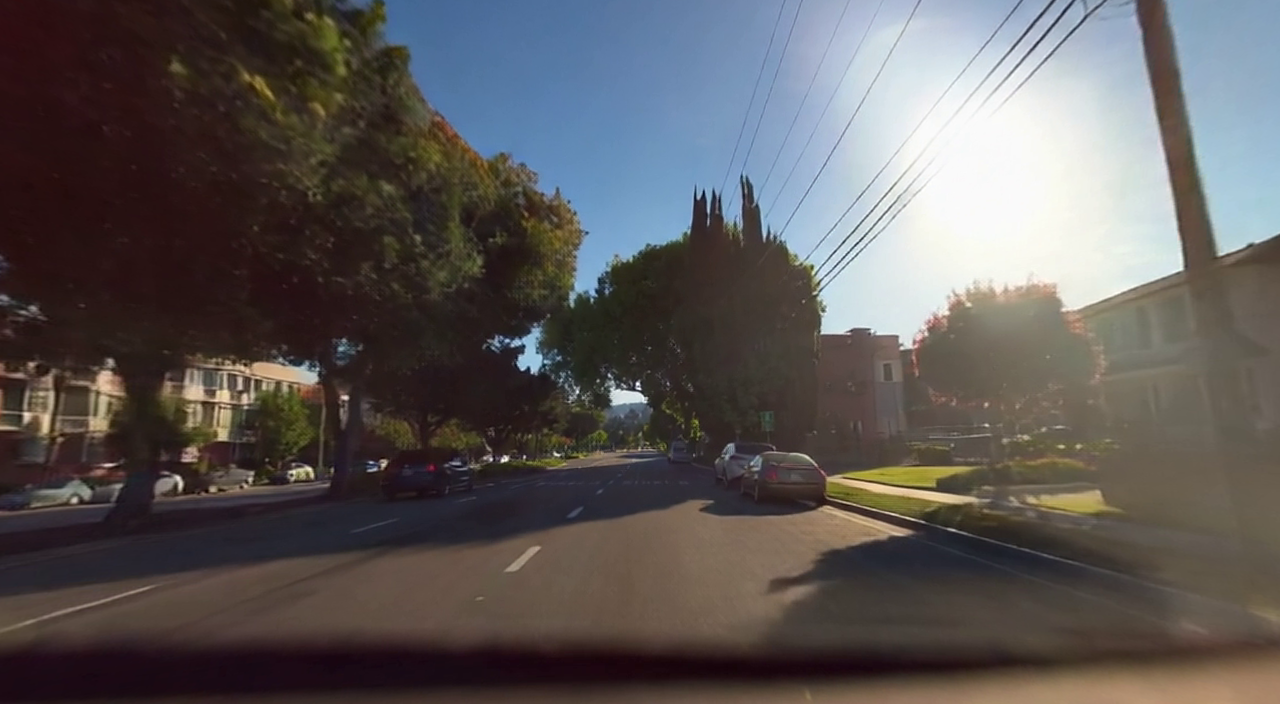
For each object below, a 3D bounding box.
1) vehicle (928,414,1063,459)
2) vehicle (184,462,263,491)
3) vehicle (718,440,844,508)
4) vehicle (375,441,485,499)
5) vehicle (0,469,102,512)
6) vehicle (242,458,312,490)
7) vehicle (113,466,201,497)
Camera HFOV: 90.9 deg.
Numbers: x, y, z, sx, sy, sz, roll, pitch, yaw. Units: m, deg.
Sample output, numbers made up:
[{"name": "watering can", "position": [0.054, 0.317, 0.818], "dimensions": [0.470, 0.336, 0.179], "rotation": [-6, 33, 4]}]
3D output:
[{"name": "vehicle", "position": [23.016, 5.525, 41.145], "dimensions": [6.917, 2.731, 2.901], "rotation": [0, -8, 1]}, {"name": "vehicle", "position": [-25.664, 7.646, 39.048], "dimensions": [1.926, 1.557, 4.385], "rotation": [0, -8, -1]}, {"name": "vehicle", "position": [3.467, 3.094, 16.575], "dimensions": [2.259, 1.500, 4.474], "rotation": [0, -8, 0]}, {"name": "vehicle", "position": [-6.671, 3.765, 20.622], "dimensions": [2.000, 1.671, 4.497], "rotation": [0, -8, 1]}, {"name": "vehicle", "position": [-25.719, 5.773, 26.578], "dimensions": [1.883, 1.451, 4.676], "rotation": [-1, -8, 1]}, {"name": "vehicle", "position": [-25.515, 8.569, 44.551], "dimensions": [2.132, 1.492, 4.734], "rotation": [-4, -4, 1]}, {"name": "vehicle", "position": [-25.722, 6.883, 33.752], "dimensions": [1.706, 1.435, 3.899], "rotation": [0, -8, -2]}]
